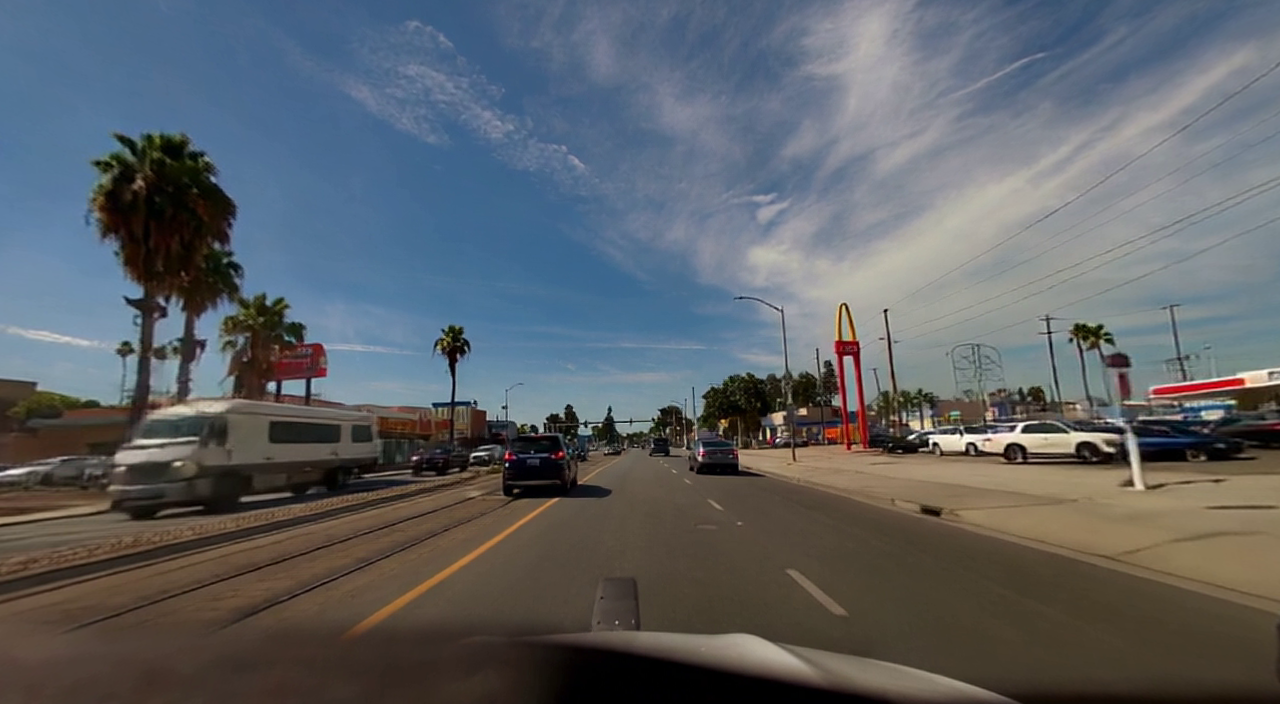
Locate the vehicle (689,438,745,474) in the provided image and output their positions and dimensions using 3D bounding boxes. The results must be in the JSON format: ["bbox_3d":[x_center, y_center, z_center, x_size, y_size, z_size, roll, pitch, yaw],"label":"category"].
[{"bbox_3d":[3.296,4.561,27.919,1.889,1.448,4.262,0,-9,-1],"label":"vehicle"}]

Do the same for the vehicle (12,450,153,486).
[{"bbox_3d":[-30.273,6.325,34.481,5.349,1.859,2.259,1,-10,-2],"label":"vehicle"}]

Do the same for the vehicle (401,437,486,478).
[{"bbox_3d":[-9.688,5.250,31.695,2.169,1.853,4.853,-1,-9,8],"label":"vehicle"}]

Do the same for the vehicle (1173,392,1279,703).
[{"bbox_3d":[3.429,0.639,0.704,1.987,1.474,4.198,0,-9,0],"label":"vehicle"}]

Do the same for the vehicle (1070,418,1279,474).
[{"bbox_3d":[14.600,2.562,17.274,4.293,1.438,1.773,0,-9,1],"label":"vehicle"}]

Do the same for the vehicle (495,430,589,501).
[{"bbox_3d":[-2.336,2.825,16.073,2.021,1.550,4.090,1,-9,-5],"label":"vehicle"}]

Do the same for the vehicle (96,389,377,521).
[{"bbox_3d":[-11.134,2.925,18.923,2.662,2.995,8.344,1,-7,2],"label":"vehicle"}]
